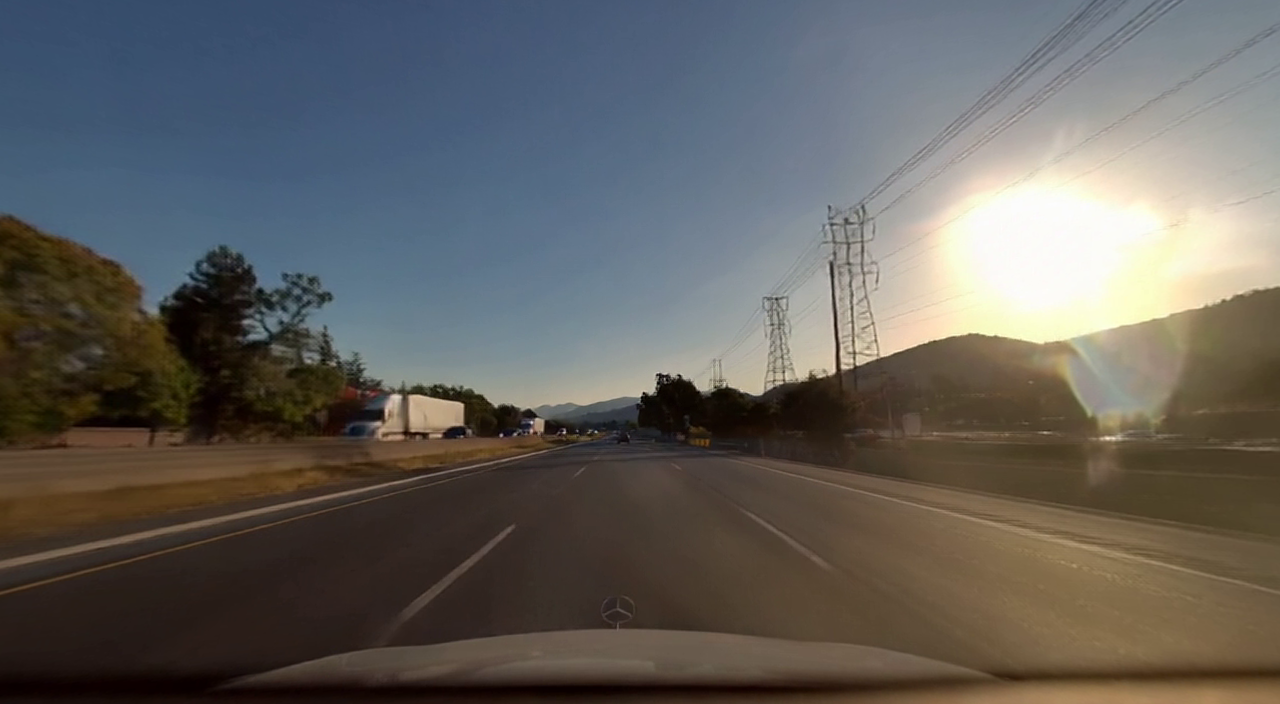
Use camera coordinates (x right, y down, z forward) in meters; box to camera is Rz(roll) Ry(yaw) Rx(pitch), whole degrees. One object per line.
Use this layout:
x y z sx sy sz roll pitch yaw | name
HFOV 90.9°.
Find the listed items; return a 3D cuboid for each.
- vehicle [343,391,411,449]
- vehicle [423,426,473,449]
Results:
-17.044 4.458 40.990 2.979 3.649 3.176 0 -8 -2 | vehicle
-12.945 5.794 42.859 2.027 1.453 4.529 0 -8 -1 | vehicle
